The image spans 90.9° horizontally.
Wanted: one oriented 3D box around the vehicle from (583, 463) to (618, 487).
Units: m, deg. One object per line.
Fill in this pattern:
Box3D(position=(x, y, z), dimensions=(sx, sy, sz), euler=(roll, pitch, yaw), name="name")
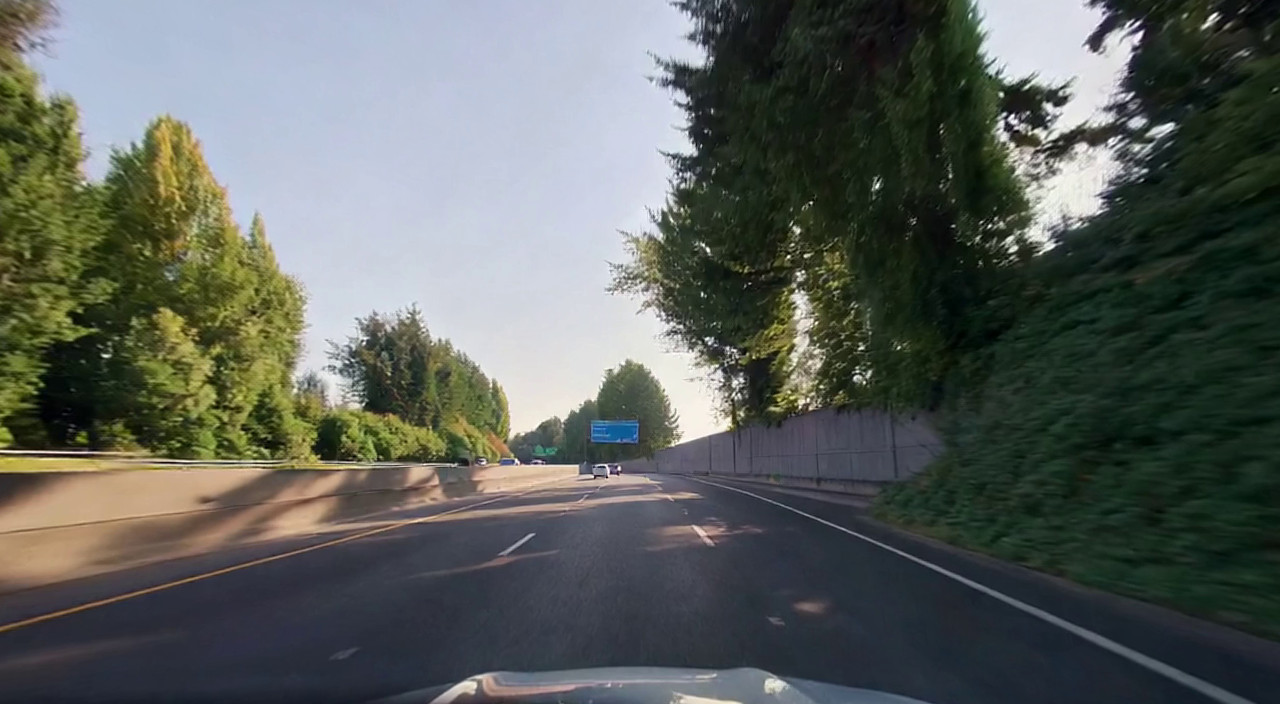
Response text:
Box3D(position=(-2.703, 8.607, 44.219), dimensions=(2.168, 1.561, 4.588), euler=(1, -10, 0), name="vehicle")
